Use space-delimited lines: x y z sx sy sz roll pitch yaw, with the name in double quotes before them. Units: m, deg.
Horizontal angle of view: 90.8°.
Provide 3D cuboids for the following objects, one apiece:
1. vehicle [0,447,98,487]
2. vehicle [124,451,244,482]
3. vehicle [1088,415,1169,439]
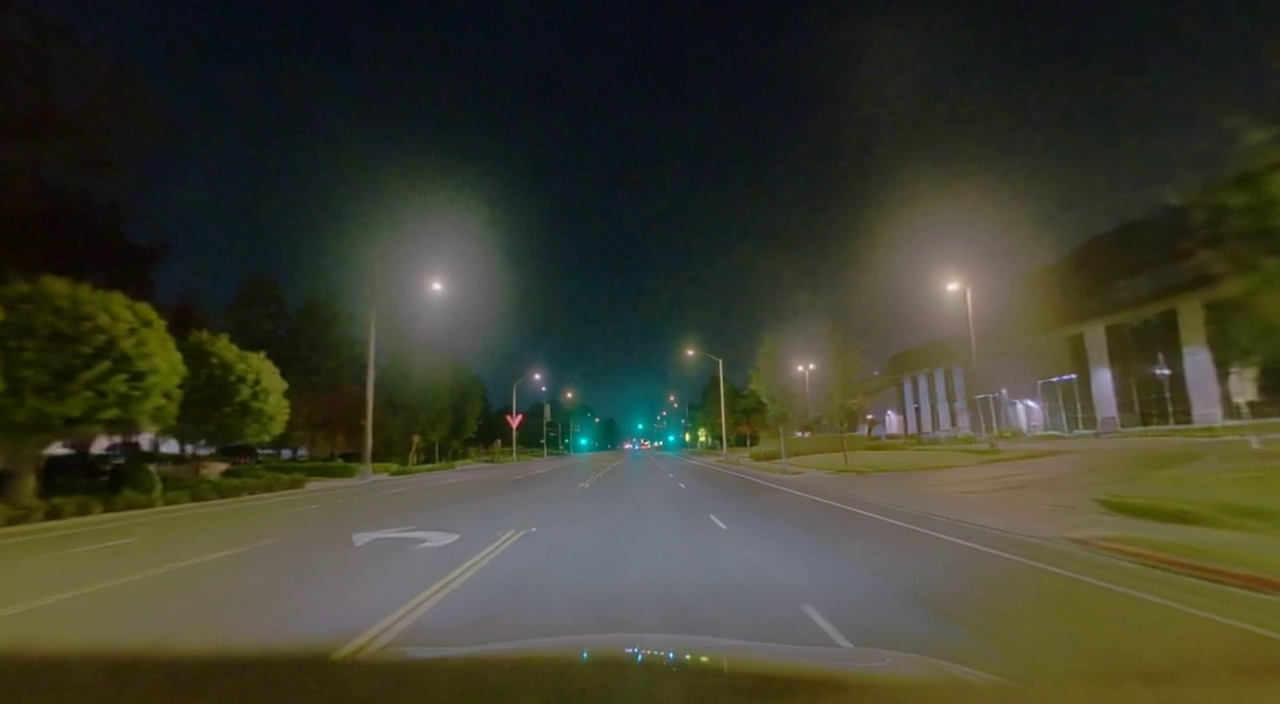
"vehicle" -28.397 5.293 29.277 4.626 1.753 2.054 0 -9 1
"vehicle" -23.265 5.857 32.358 4.686 1.495 1.879 0 -9 1
"vehicle" 32.503 5.039 42.094 3.904 1.508 1.724 0 -9 1
